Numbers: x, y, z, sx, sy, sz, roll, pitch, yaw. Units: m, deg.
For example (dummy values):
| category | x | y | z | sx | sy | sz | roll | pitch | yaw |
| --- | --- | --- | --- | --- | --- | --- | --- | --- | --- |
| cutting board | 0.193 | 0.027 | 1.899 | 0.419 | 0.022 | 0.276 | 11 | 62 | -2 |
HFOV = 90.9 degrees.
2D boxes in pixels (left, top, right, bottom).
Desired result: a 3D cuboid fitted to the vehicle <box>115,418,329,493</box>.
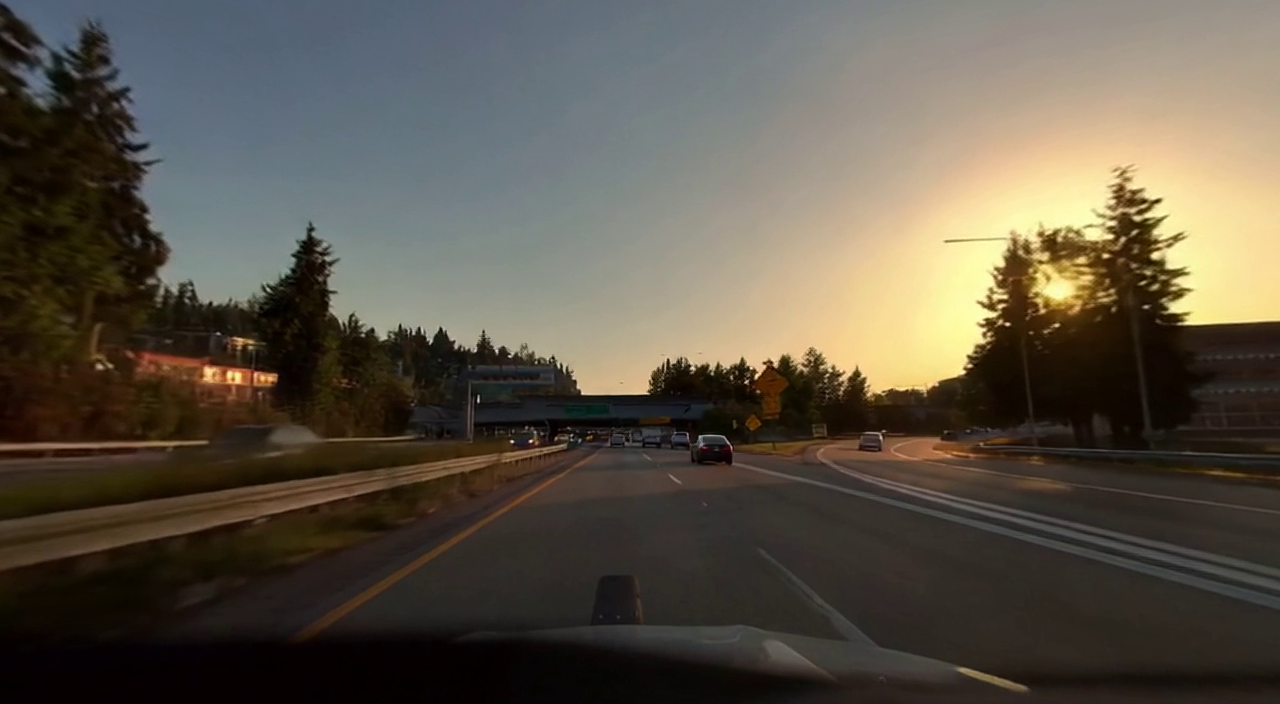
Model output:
| category | x | y | z | sx | sy | sz | roll | pitch | yaw |
| --- | --- | --- | --- | --- | --- | --- | --- | --- | --- |
| vehicle | -9.127 | 2.281 | 14.335 | 1.972 | 1.443 | 4.342 | 0 | -8 | -2 |

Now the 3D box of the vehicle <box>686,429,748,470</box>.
| category | x | y | z | sx | sy | sz | roll | pitch | yaw |
| --- | --- | --- | --- | --- | --- | --- | --- | --- | --- |
| vehicle | 3.135 | 4.050 | 26.433 | 1.938 | 1.578 | 3.764 | 0 | -8 | -3 |
